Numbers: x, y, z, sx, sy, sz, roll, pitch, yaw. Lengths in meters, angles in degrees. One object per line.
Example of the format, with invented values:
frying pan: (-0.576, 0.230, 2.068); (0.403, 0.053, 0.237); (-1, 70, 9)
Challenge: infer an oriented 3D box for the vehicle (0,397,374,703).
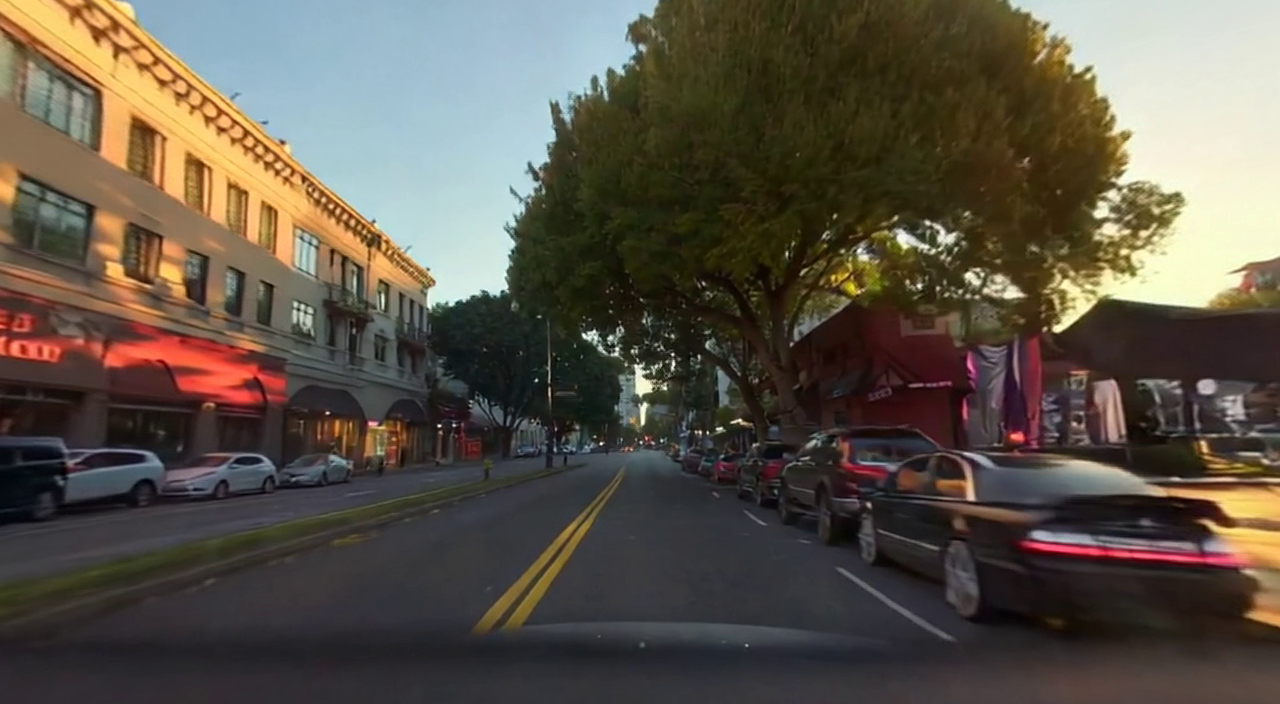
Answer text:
vehicle: (-2.755, 0.863, 1.803); (2.030, 1.436, 4.388); (0, -8, 1)

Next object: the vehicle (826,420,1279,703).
vehicle: (3.317, 1.462, 5.467); (2.120, 1.560, 4.402); (0, -8, 1)
